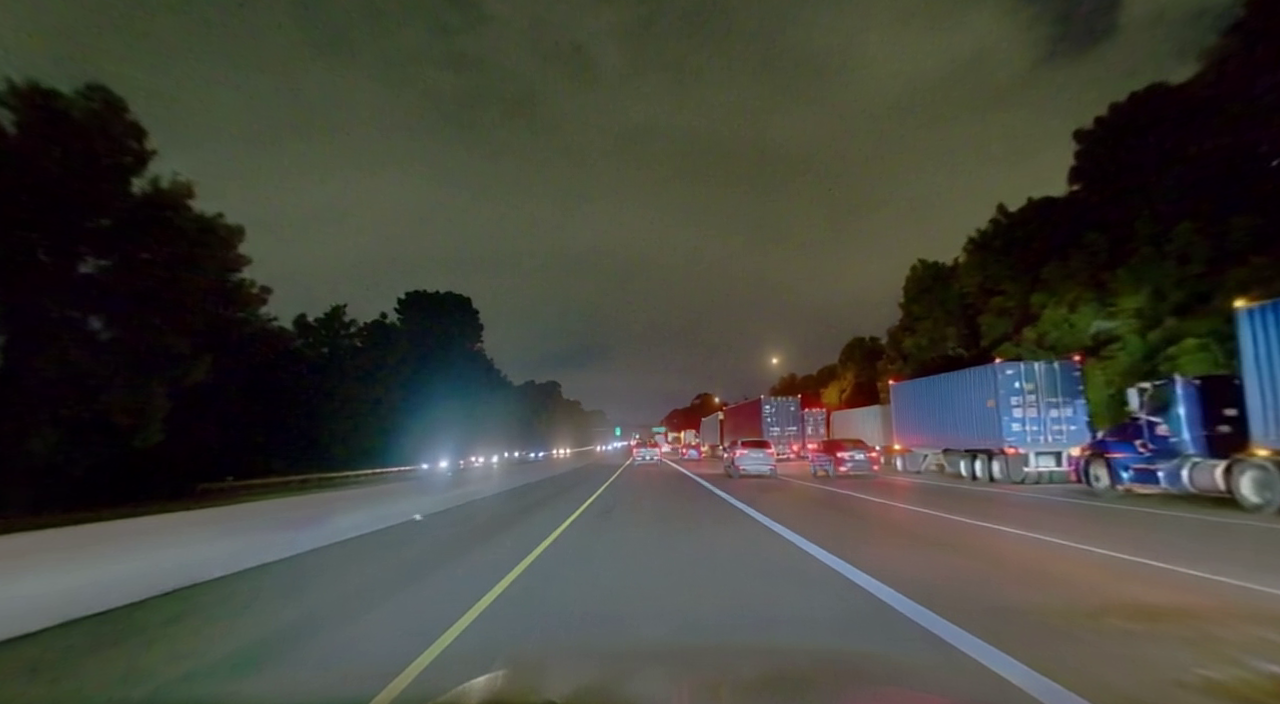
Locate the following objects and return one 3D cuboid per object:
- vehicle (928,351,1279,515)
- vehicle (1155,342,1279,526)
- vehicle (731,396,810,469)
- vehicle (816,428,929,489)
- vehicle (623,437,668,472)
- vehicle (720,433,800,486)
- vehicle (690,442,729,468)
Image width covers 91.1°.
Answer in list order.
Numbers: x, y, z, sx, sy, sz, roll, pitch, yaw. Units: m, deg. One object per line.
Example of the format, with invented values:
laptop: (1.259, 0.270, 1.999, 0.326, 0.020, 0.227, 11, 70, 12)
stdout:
vehicle: (11.658, 2.292, 17.301, 2.786, 3.226, 9.750, 0, -8, 0)
vehicle: (11.648, 1.066, 8.424, 2.693, 2.922, 7.759, 0, -8, -1)
vehicle: (7.874, 5.114, 39.342, 2.784, 4.002, 9.298, 0, -8, -1)
vehicle: (7.661, 3.555, 21.289, 1.985, 1.835, 4.681, 0, -8, -1)
vehicle: (0.266, 5.538, 34.096, 2.313, 1.736, 4.215, 0, -8, 0)
vehicle: (4.110, 3.762, 22.261, 1.972, 1.693, 4.139, 0, -8, 0)
vehicle: (4.175, 6.289, 38.481, 1.888, 1.501, 4.608, 0, -8, 0)
